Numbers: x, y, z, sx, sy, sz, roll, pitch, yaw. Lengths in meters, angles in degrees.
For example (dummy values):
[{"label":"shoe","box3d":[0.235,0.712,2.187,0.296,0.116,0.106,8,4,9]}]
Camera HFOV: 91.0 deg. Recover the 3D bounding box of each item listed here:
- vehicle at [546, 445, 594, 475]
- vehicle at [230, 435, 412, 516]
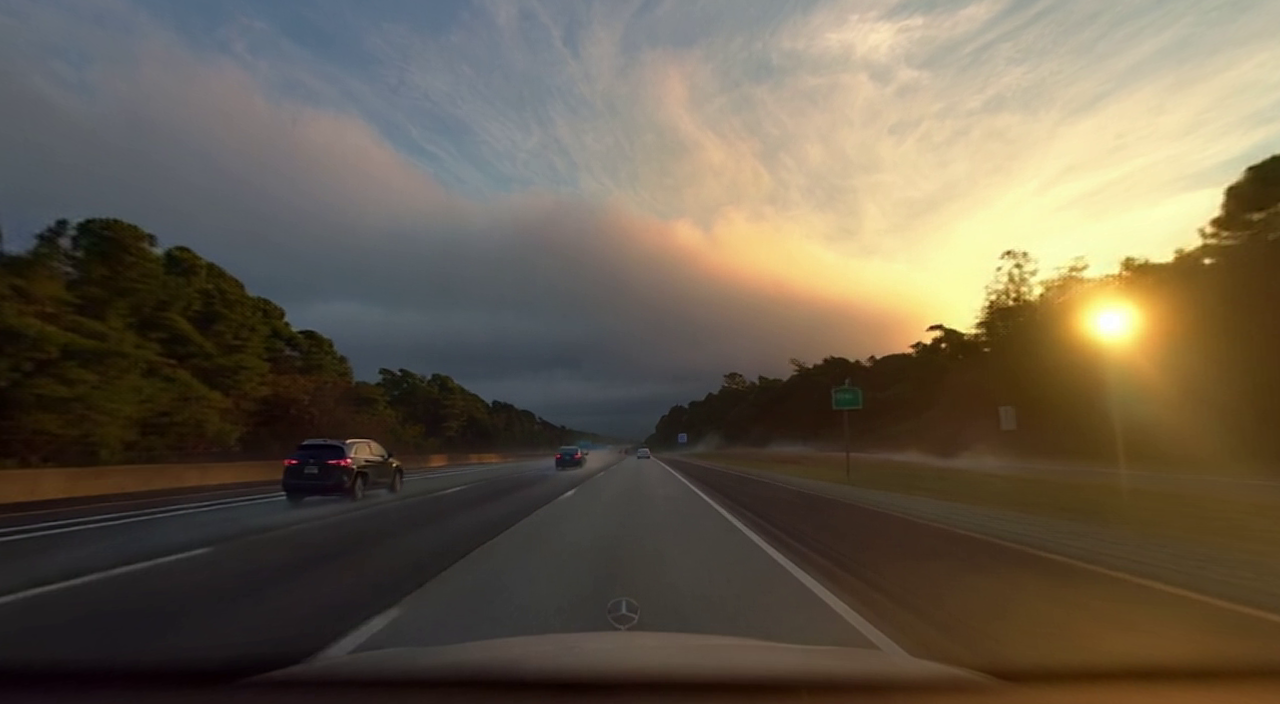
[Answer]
[{"label":"vehicle","box3d":[-3.832,6.032,35.347,2.104,1.558,4.639,0,-9,1]},{"label":"vehicle","box3d":[-7.167,2.805,14.771,2.007,1.616,4.141,0,-9,1]}]
